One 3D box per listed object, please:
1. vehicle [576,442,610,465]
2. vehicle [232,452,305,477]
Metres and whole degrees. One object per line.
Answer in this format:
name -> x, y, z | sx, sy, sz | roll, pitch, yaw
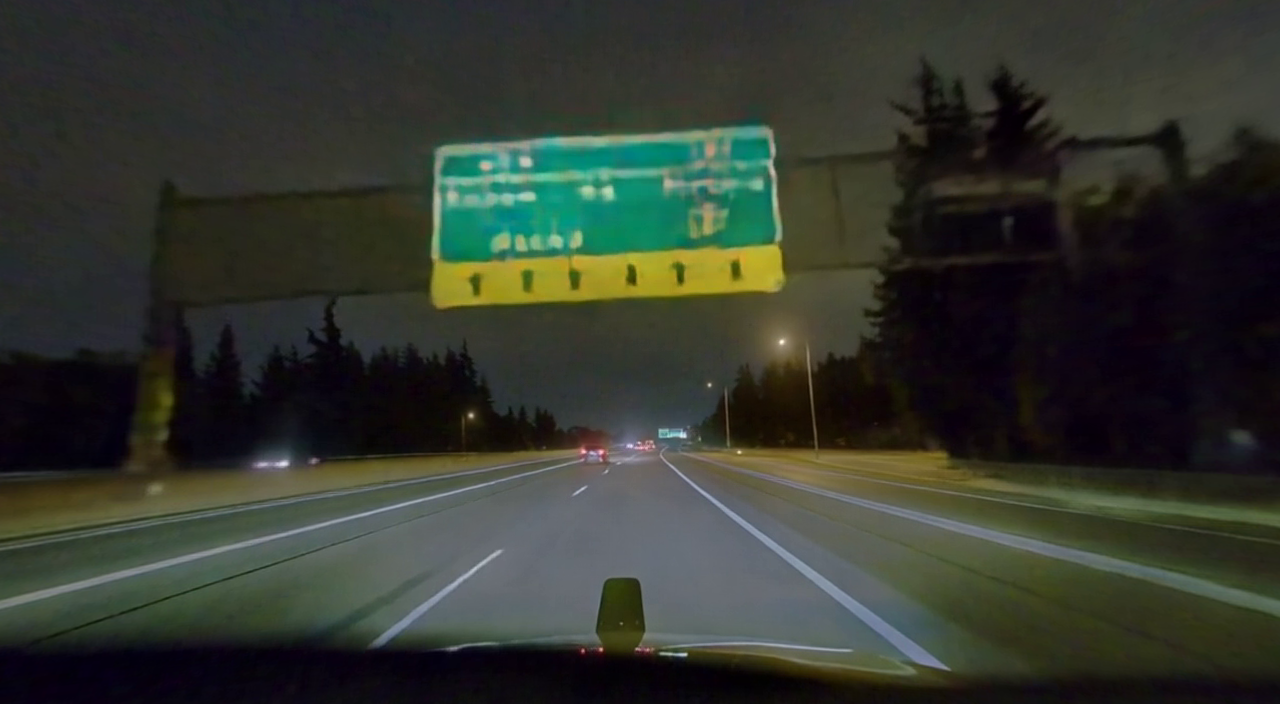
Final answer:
vehicle -> -3.282, 7.216, 44.813 | 1.979, 1.521, 4.147 | 0, -9, 1
vehicle -> -23.180, 7.010, 39.568 | 1.784, 1.468, 4.487 | 0, -9, 1
